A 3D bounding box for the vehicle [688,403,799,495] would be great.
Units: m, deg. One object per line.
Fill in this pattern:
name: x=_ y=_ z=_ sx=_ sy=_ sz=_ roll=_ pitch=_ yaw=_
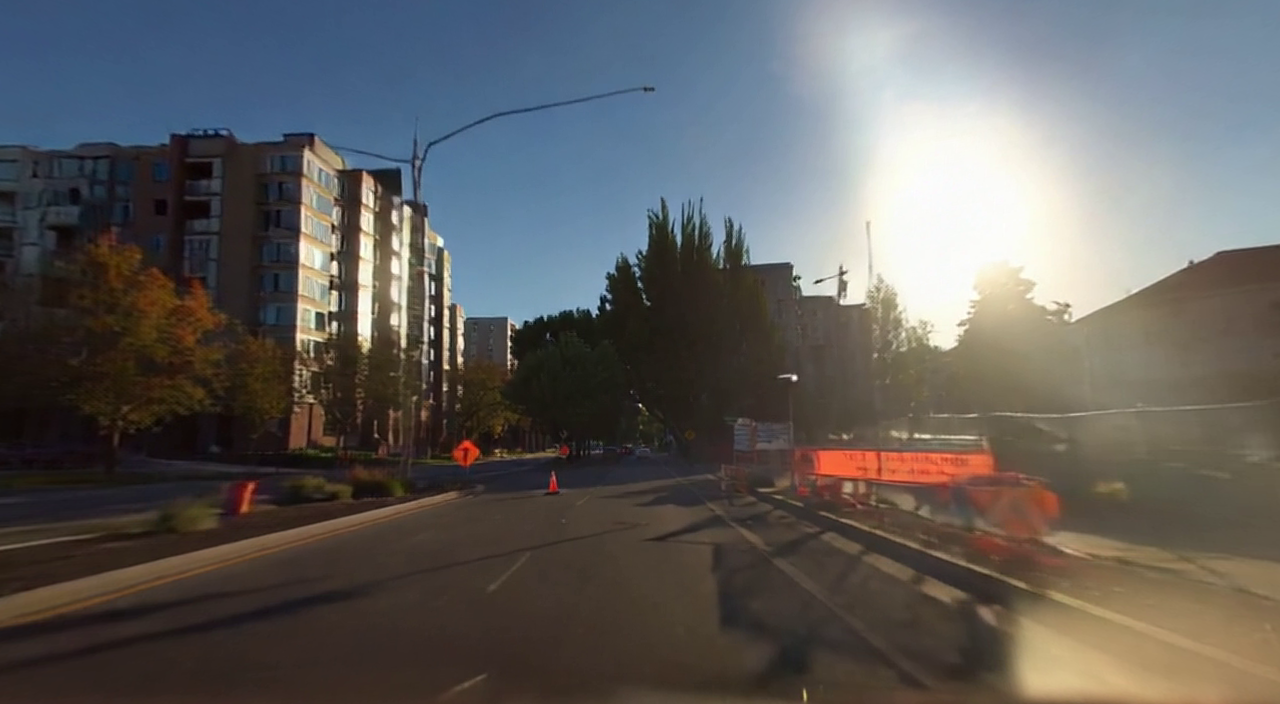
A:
vehicle: x=3.240 y=3.127 z=20.628 sx=2.849 sy=2.686 sz=3.176 roll=0 pitch=-8 yaw=-4
